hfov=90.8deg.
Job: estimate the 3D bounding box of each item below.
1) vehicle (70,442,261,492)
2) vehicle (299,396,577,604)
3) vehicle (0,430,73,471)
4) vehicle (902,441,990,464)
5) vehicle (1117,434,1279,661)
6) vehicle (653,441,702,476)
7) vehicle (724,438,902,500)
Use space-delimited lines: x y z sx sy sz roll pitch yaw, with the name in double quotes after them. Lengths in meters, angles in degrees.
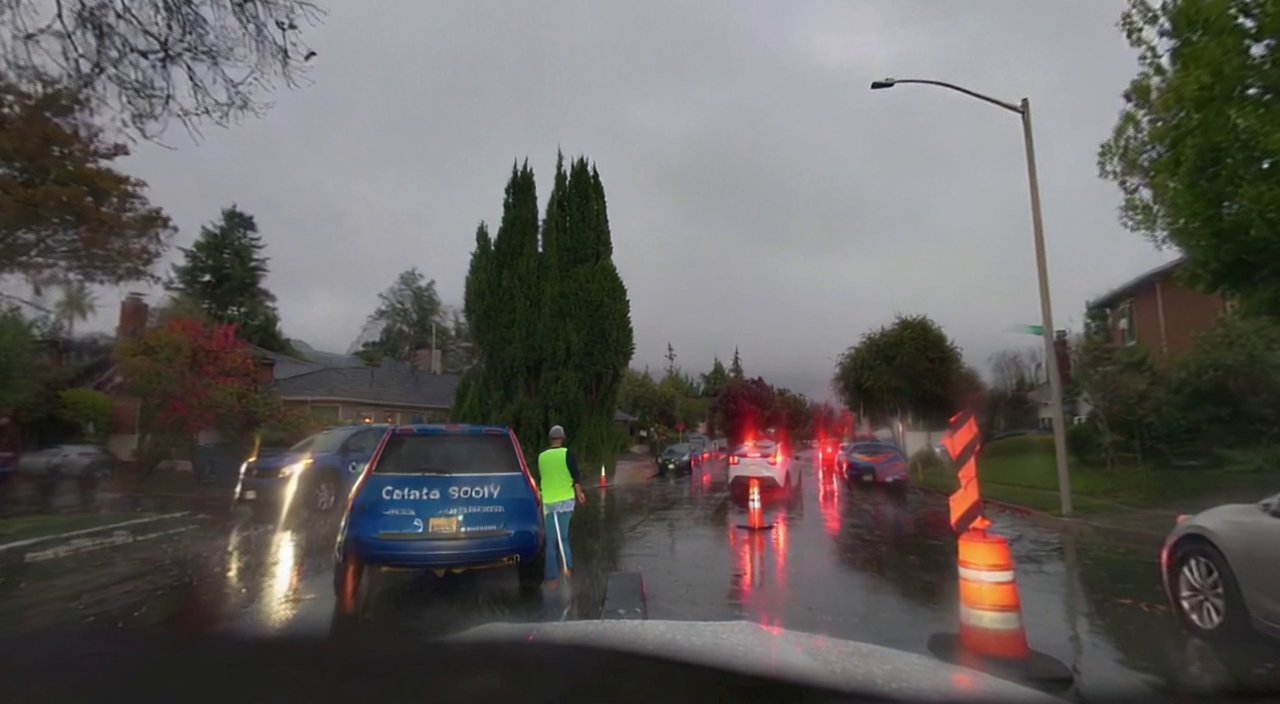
-15.273 3.673 20.427 5.022 1.497 1.996 -2 -9 12 "vehicle"
-2.345 1.592 7.702 2.350 1.748 4.094 3 -9 -17 "vehicle"
-30.795 4.811 30.881 1.908 1.898 4.120 -2 -9 10 "vehicle"
20.982 6.907 43.497 5.066 1.534 1.905 -1 -9 7 "vehicle"
5.011 1.184 3.436 1.808 1.490 4.711 -2 -9 10 "vehicle"
2.085 5.651 33.850 2.014 1.742 4.297 -2 -9 12 "vehicle"
5.090 3.364 18.686 4.656 1.577 2.099 2 -8 -20 "vehicle"
